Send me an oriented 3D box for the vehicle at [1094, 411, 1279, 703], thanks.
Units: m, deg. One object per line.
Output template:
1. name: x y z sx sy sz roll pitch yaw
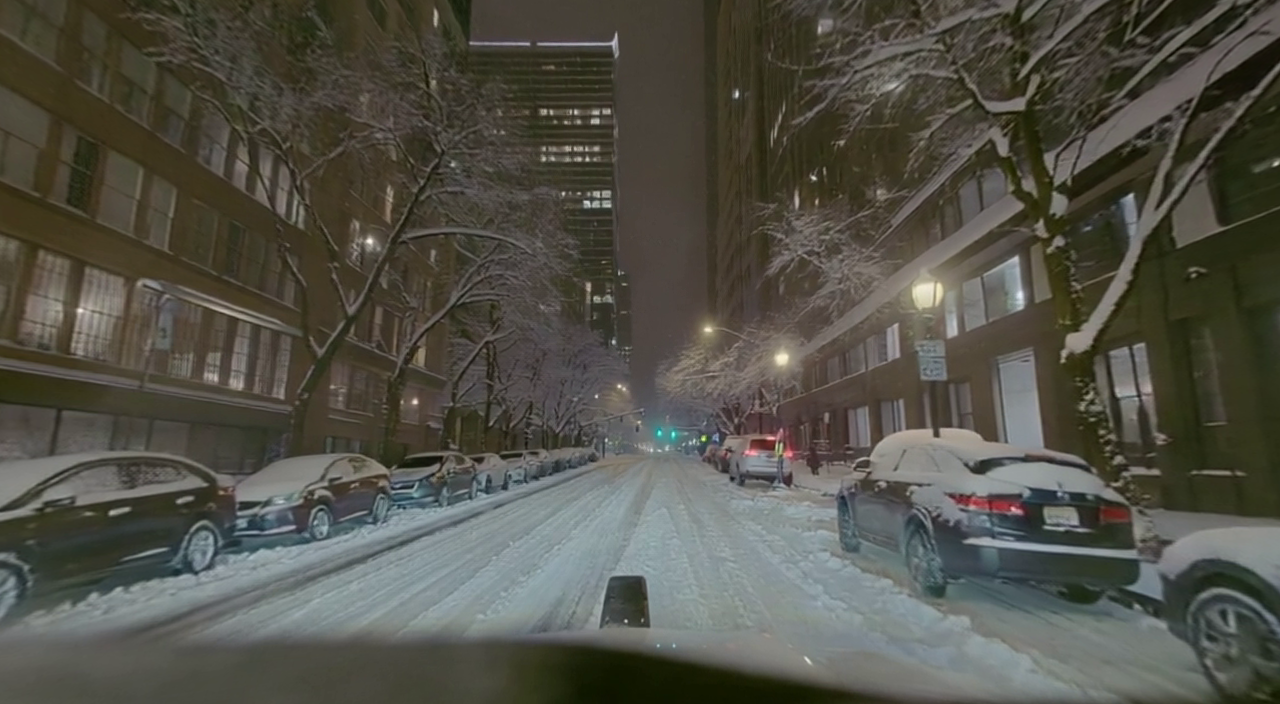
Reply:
1. vehicle: 4.497 0.918 2.160 2.331 1.533 4.831 -1 -8 1

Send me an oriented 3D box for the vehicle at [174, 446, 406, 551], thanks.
1. vehicle: -6.722 2.799 12.895 2.123 1.596 4.659 -2 -8 -1

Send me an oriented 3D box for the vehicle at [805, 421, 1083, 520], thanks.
1. vehicle: 6.314 2.514 13.723 4.772 1.876 2.400 -1 -8 1

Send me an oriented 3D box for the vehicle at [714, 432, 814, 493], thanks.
1. vehicle: 4.584 4.173 24.507 2.568 2.001 5.999 -2 -8 -1

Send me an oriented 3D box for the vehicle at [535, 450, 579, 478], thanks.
1. vehicle: -5.363 7.287 41.415 2.270 1.539 4.855 -2 -8 -1

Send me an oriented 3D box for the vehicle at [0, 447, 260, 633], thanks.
1. vehicle: -7.017 1.990 7.238 2.244 1.616 5.013 -2 -8 -1

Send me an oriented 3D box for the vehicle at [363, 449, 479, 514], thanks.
1. vehicle: -6.497 3.840 19.322 1.944 1.574 4.717 -2 -8 -1
